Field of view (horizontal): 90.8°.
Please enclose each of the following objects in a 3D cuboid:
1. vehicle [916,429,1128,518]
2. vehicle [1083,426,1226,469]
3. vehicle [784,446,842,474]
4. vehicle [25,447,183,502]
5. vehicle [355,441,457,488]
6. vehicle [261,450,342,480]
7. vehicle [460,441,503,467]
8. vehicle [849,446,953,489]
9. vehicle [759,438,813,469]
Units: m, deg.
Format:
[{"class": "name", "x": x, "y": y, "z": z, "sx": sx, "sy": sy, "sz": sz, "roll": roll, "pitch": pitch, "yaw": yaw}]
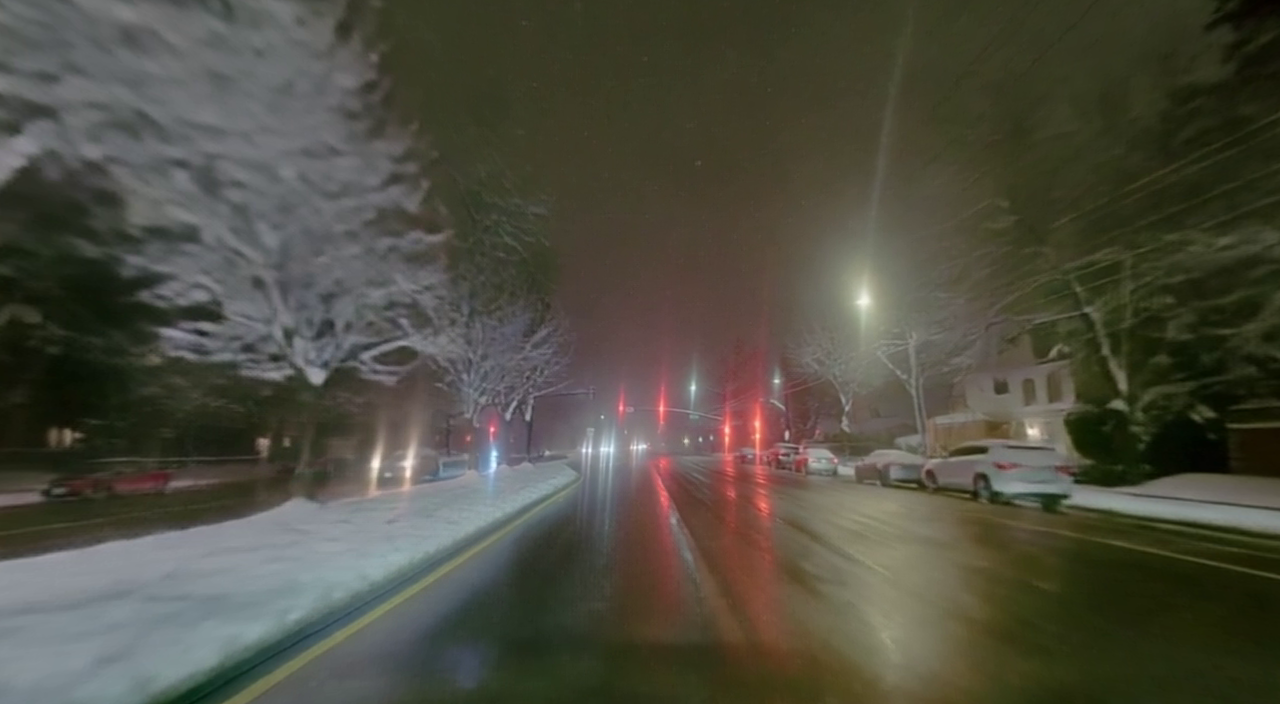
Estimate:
[{"class": "vehicle", "x": 9.851, "y": 3.155, "z": 17.109, "sx": 2.176, "sy": 1.893, "sz": 5.744, "roll": 2, "pitch": -8, "yaw": 0}, {"class": "vehicle", "x": 22.497, "y": 4.200, "z": 27.766, "sx": 4.421, "sy": 1.793, "sz": 2.091, "roll": 0, "pitch": -9, "yaw": 0}, {"class": "vehicle", "x": 9.775, "y": 6.121, "z": 36.088, "sx": 1.931, "sy": 1.473, "sz": 4.742, "roll": 0, "pitch": -8, "yaw": 0}, {"class": "vehicle", "x": -18.370, "y": 4.168, "z": 21.956, "sx": 1.842, "sy": 1.660, "sz": 4.120, "roll": 0, "pitch": -8, "yaw": 0}, {"class": "vehicle", "x": -8.205, "y": 3.974, "z": 22.639, "sx": 1.922, "sy": 1.486, "sz": 4.392, "roll": 0, "pitch": -8, "yaw": 0}, {"class": "vehicle", "x": -18.309, "y": 6.108, "z": 34.437, "sx": 1.844, "sy": 1.480, "sz": 4.729, "roll": 0, "pitch": -8, "yaw": -1}, {"class": "vehicle", "x": -11.411, "y": 7.370, "z": 45.811, "sx": 1.940, "sy": 1.740, "sz": 4.356, "roll": 0, "pitch": -8, "yaw": 1}, {"class": "vehicle", "x": 9.825, "y": 4.353, "z": 24.221, "sx": 1.991, "sy": 1.490, "sz": 4.470, "roll": 0, "pitch": -8, "yaw": -1}, {"class": "vehicle", "x": 9.779, "y": 6.854, "z": 42.866, "sx": 2.245, "sy": 1.983, "sz": 5.433, "roll": 0, "pitch": -8, "yaw": -1}]
